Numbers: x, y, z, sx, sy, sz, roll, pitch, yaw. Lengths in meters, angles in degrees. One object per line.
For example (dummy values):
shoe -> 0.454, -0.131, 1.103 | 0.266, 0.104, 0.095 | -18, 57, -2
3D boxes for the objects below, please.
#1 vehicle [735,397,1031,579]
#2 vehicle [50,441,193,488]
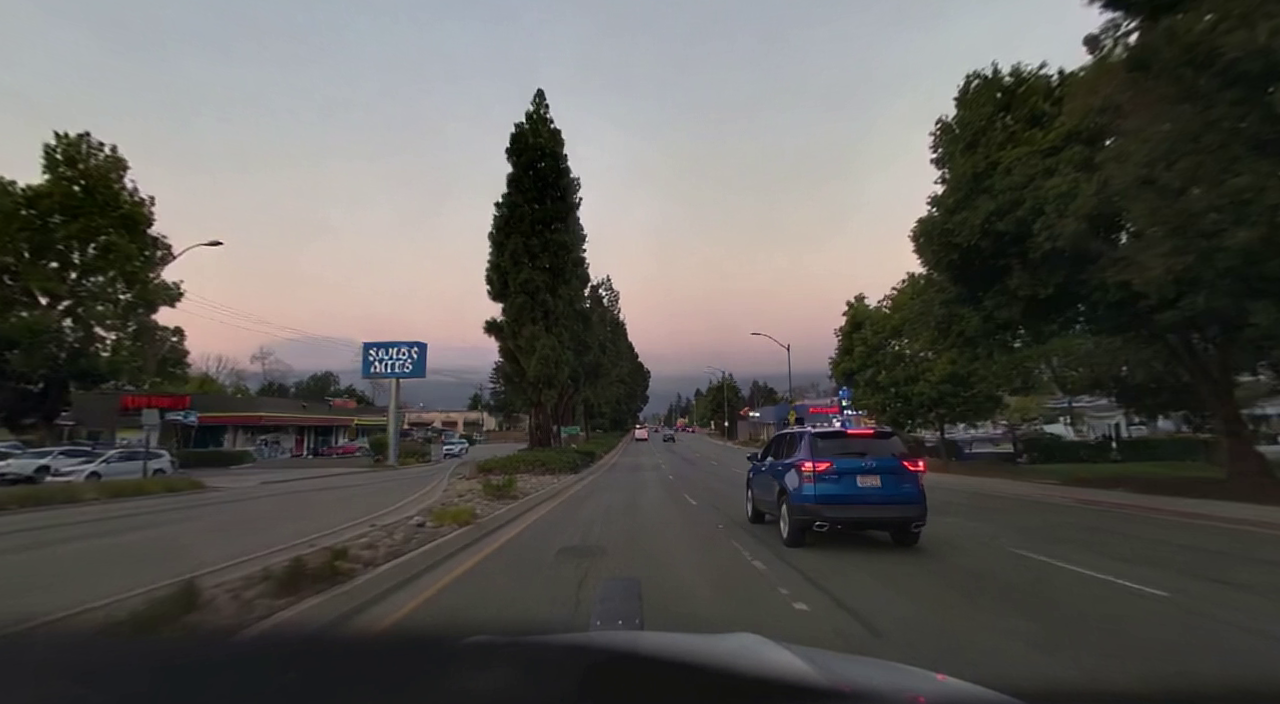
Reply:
vehicle -> 2.770, 1.694, 8.650 | 2.130, 1.790, 4.615 | 0, -9, -1
vehicle -> -24.344, 5.306, 30.068 | 2.217, 1.901, 5.780 | -2, -9, -4
